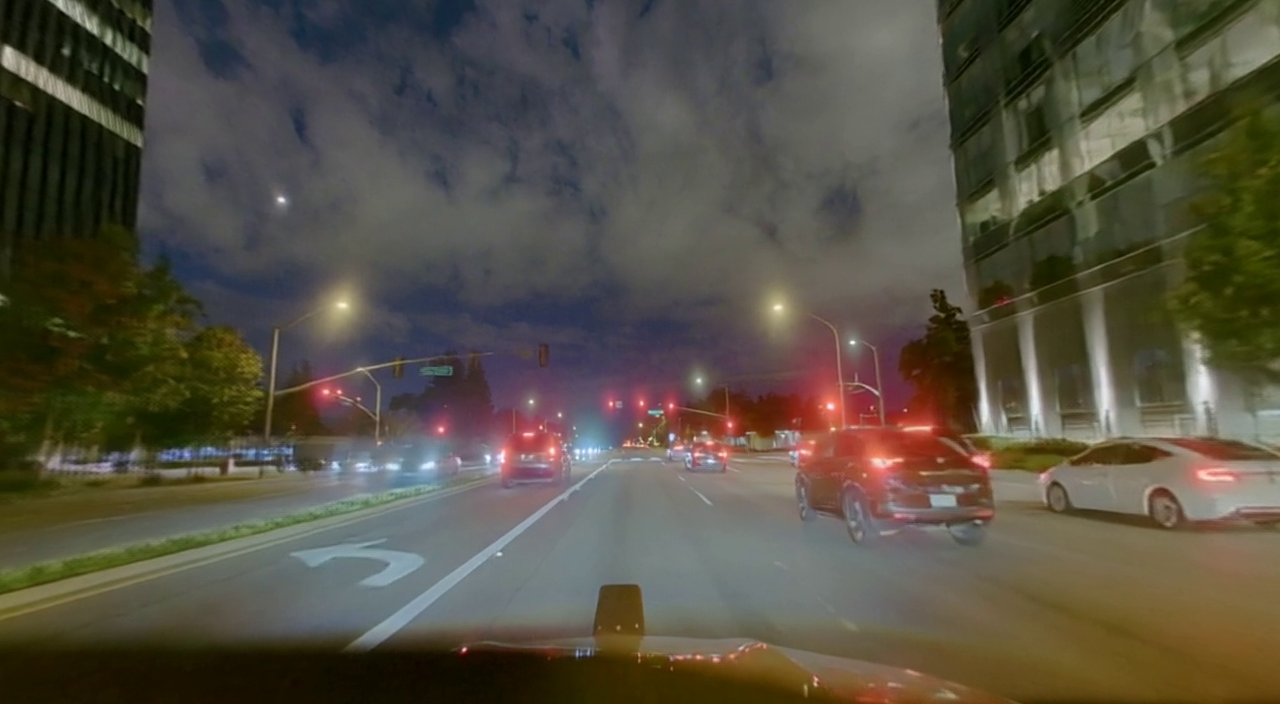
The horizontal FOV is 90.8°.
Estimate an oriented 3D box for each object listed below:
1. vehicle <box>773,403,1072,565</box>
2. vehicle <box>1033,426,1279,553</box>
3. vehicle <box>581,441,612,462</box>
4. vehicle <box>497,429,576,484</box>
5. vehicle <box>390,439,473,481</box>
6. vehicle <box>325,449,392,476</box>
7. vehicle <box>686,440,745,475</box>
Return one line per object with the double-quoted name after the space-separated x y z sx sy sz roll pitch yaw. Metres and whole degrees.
3.614 1.795 9.359 2.152 1.742 4.704 0 -8 -1 "vehicle"
8.668 1.989 9.939 1.944 1.503 4.723 -1 -8 0 "vehicle"
-3.173 7.413 47.272 2.032 1.442 4.336 0 -8 0 "vehicle"
-3.644 3.777 23.050 2.155 1.797 3.989 -1 -8 1 "vehicle"
-8.925 4.646 27.501 2.036 1.655 4.529 -1 -8 0 "vehicle"
-17.566 6.906 39.631 2.067 1.512 4.533 -1 -8 1 "vehicle"
3.394 4.873 29.434 2.054 1.473 4.511 0 -8 -2 "vehicle"
